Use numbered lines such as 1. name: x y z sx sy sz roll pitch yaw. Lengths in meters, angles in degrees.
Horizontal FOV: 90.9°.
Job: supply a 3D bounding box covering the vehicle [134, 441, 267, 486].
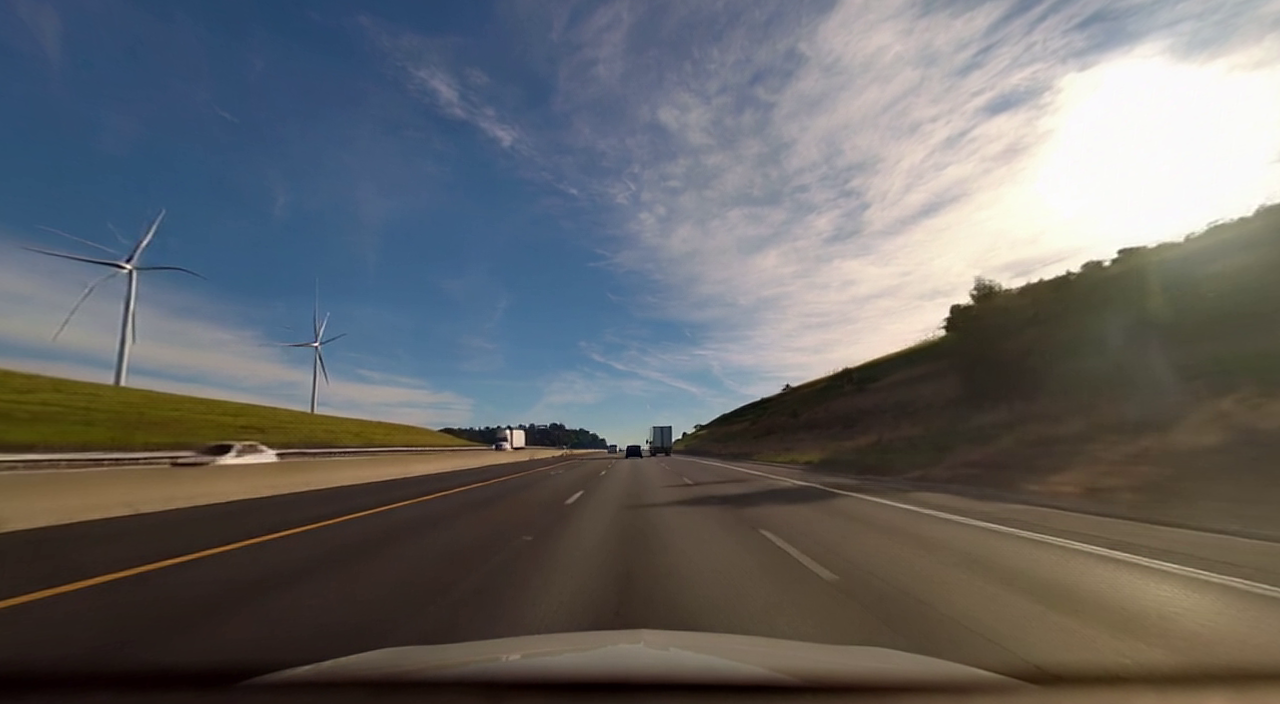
1. vehicle: -15.505 3.933 22.559 1.822 1.440 4.160 0 -8 -1
